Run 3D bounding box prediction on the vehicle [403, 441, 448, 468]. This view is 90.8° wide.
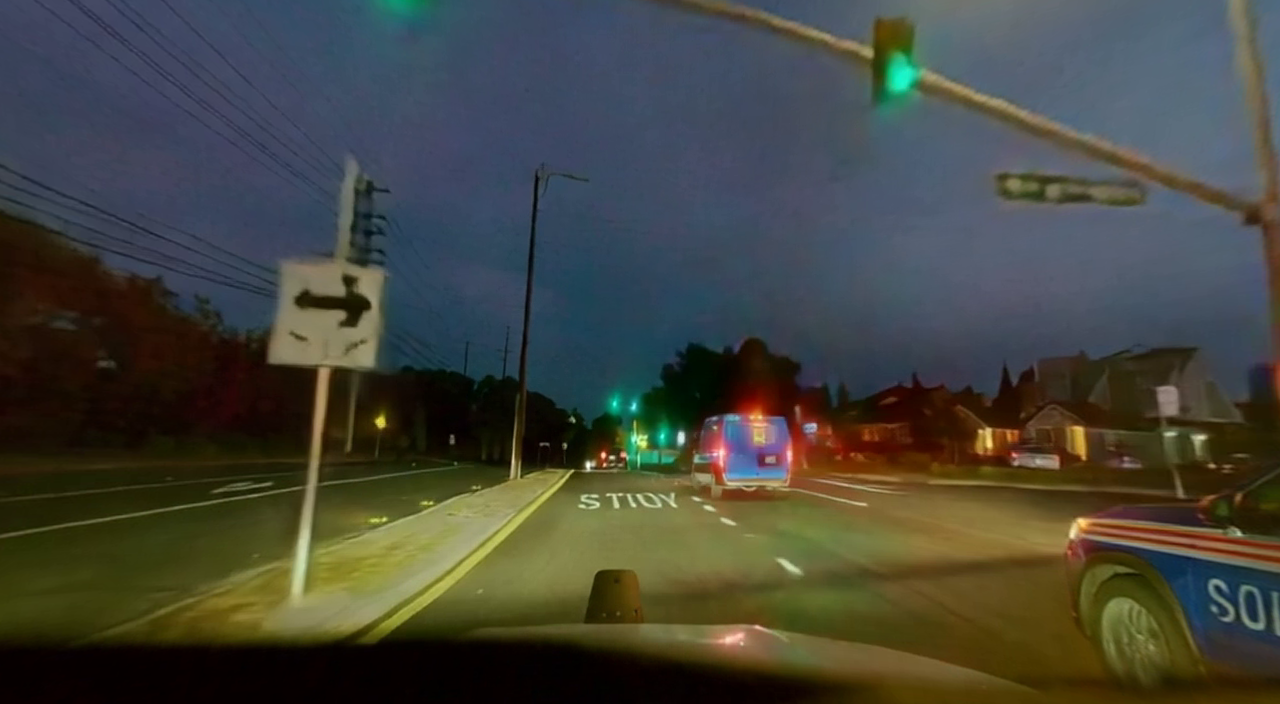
[{"bbox_3d":[-15.073,7.171,44.617,1.909,1.705,4.126,1,-7,-2],"label":"vehicle"}]

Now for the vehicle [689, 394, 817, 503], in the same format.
[{"bbox_3d":[3.016,2.775,18.514,2.406,2.687,5.521,0,-8,-4],"label":"vehicle"}]

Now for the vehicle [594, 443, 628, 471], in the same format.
[{"bbox_3d":[-1.922,6.780,40.981,2.114,1.707,3.725,0,-8,-4],"label":"vehicle"}]

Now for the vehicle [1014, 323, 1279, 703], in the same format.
[{"bbox_3d":[3.913,0.749,2.096,2.194,1.922,4.822,0,-8,-3],"label":"vehicle"}]
